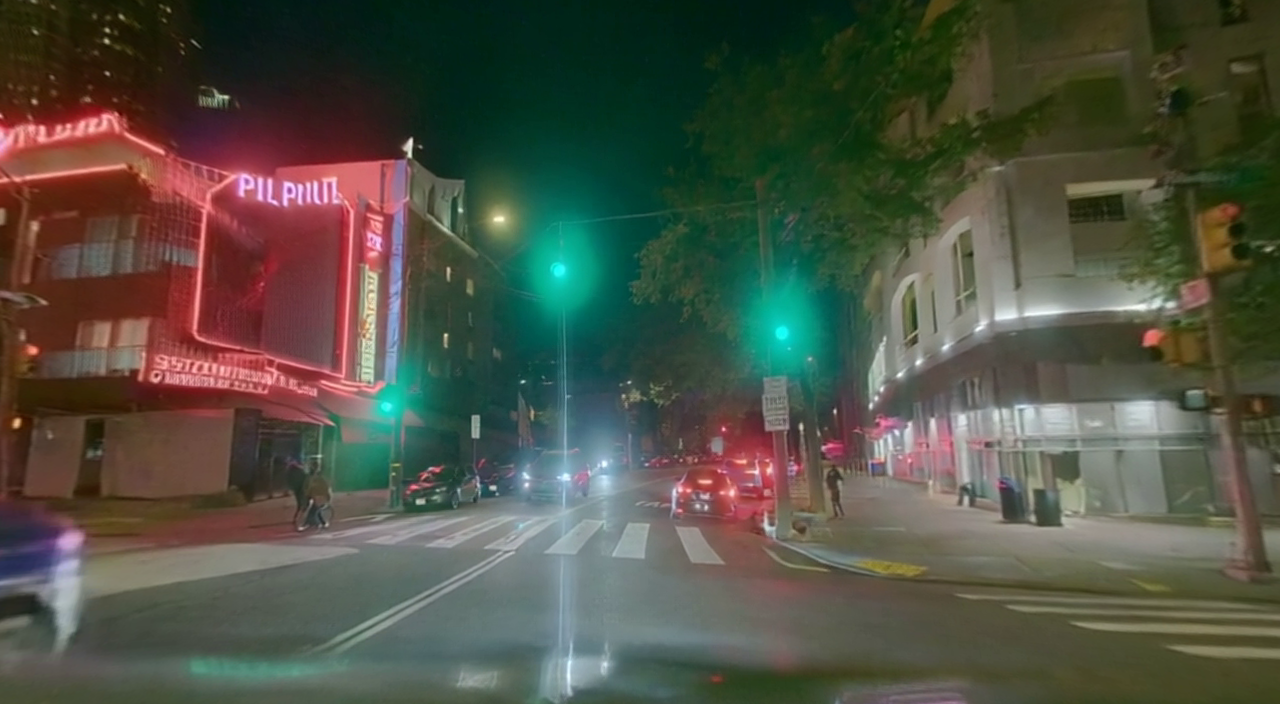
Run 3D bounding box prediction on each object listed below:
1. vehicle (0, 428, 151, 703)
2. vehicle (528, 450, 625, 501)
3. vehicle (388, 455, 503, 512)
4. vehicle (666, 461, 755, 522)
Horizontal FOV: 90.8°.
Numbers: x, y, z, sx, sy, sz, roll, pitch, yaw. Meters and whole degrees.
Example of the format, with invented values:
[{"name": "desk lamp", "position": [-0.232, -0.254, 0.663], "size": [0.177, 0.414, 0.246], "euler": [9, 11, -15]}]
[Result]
[{"name": "vehicle", "position": [-4.214, 0.931, 1.731], "size": [2.119, 1.485, 4.472], "euler": [-1, -8, 1]}, {"name": "vehicle", "position": [-2.277, 4.660, 24.364], "size": [2.181, 1.723, 4.692], "euler": [-3, -9, 15]}, {"name": "vehicle", "position": [-6.963, 4.733, 23.150], "size": [1.933, 1.461, 4.393], "euler": [-7, -7, 14]}, {"name": "vehicle", "position": [2.234, 4.060, 18.918], "size": [1.892, 1.481, 4.365], "euler": [-3, -9, 16]}]
